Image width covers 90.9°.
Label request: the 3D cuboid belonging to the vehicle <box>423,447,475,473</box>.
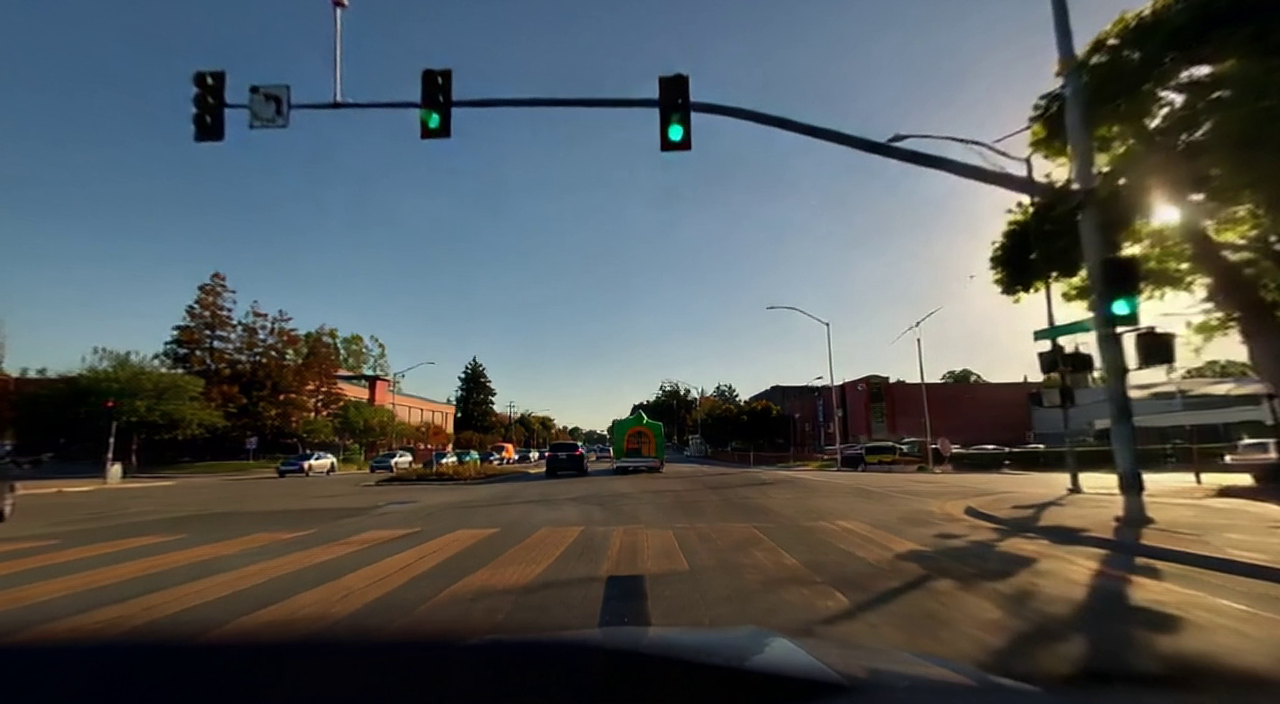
[{"bbox_3d":[-12.896,7.285,42.854,1.960,1.627,4.784,0,-8,1],"label":"vehicle"}]

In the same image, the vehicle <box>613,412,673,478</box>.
[{"bbox_3d":[-0.018,5.196,35.404,2.843,3.120,10.422,0,-8,-2],"label":"vehicle"}]

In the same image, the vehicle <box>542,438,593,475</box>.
[{"bbox_3d":[-3.844,5.658,34.384,2.184,1.830,4.890,0,-8,0],"label":"vehicle"}]

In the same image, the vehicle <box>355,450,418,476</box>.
[{"bbox_3d":[-16.243,7.097,40.602,2.022,1.442,4.853,-4,-9,1],"label":"vehicle"}]

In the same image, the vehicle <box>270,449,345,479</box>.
[{"bbox_3d":[-22.157,7.442,42.219,2.017,1.785,5.092,-1,-8,3],"label":"vehicle"}]
